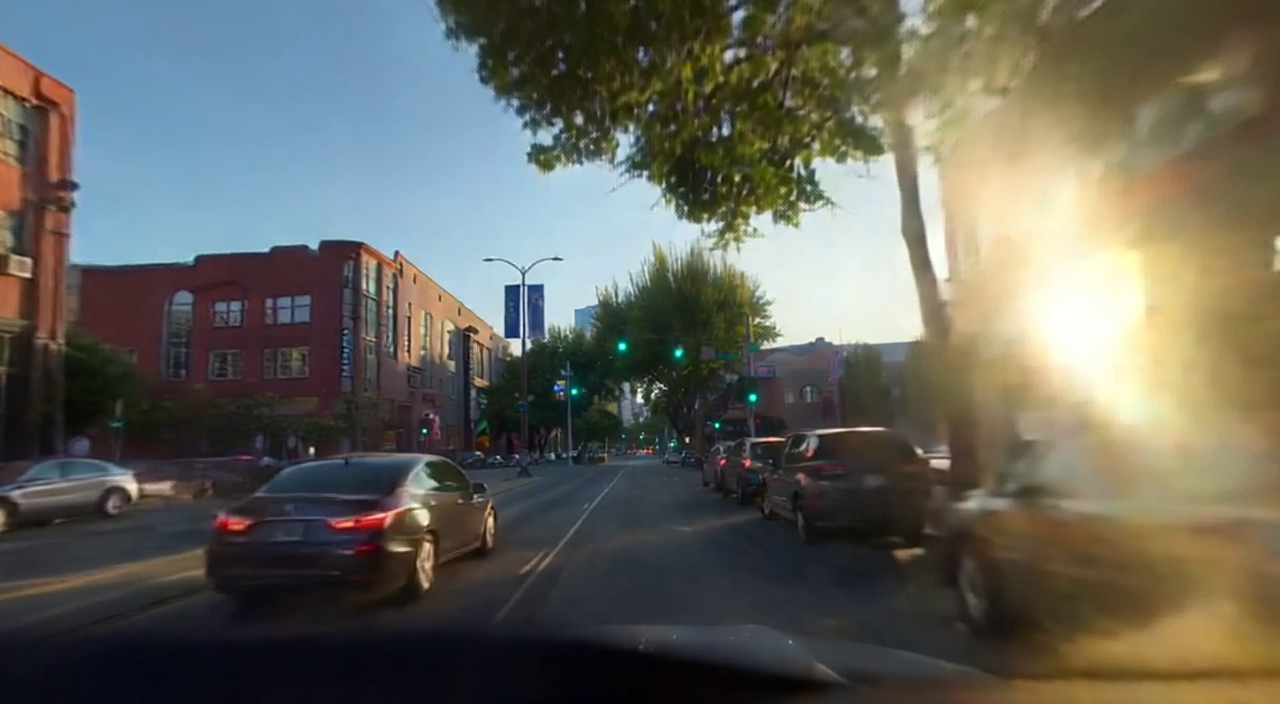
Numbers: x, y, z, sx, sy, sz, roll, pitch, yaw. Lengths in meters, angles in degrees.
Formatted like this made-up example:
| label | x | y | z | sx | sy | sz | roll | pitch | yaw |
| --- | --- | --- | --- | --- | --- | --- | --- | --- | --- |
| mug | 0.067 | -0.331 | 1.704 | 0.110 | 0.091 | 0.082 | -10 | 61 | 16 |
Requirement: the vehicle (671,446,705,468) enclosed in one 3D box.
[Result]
| label | x | y | z | sx | sy | sz | roll | pitch | yaw |
| --- | --- | --- | --- | --- | --- | --- | --- | --- | --- |
| vehicle | 3.399 | 7.515 | 45.328 | 1.950 | 1.462 | 4.807 | 0 | -8 | -1 |

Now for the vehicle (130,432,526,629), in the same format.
| label | x | y | z | sx | sy | sz | roll | pitch | yaw |
| --- | --- | --- | --- | --- | --- | --- | --- | --- | --- |
| vehicle | -2.730 | 1.654 | 6.936 | 2.030 | 1.436 | 4.388 | 0 | -8 | 1 |

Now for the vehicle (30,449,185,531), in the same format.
| label | x | y | z | sx | sy | sz | roll | pitch | yaw |
| --- | --- | --- | --- | --- | --- | --- | --- | --- | --- |
| vehicle | -12.207 | 2.979 | 14.328 | 4.810 | 1.497 | 2.066 | -8 | -12 | 44 |

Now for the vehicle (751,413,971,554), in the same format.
| label | x | y | z | sx | sy | sz | roll | pitch | yaw |
| --- | --- | --- | --- | --- | --- | --- | --- | --- | --- |
| vehicle | 3.239 | 2.024 | 10.460 | 2.086 | 1.792 | 4.608 | 0 | -8 | 2 |

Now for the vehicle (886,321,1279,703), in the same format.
| label | x | y | z | sx | sy | sz | roll | pitch | yaw |
| --- | --- | --- | --- | --- | --- | --- | --- | --- | --- |
| vehicle | 3.299 | 0.984 | 3.361 | 2.158 | 1.818 | 4.428 | 0 | -8 | 0 |
